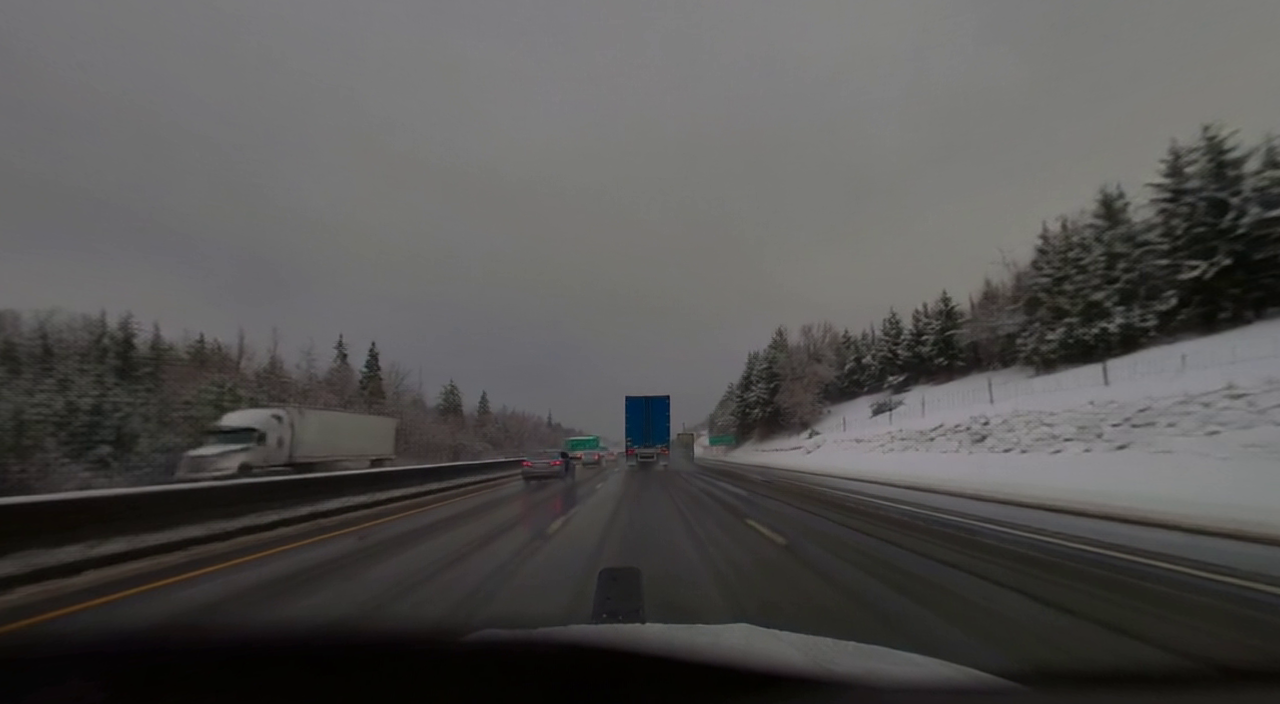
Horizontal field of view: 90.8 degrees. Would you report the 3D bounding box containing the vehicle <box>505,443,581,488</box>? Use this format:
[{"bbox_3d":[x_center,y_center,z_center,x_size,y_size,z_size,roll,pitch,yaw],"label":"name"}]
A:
[{"bbox_3d":[-3.460,4.170,23.479,2.053,1.489,4.740,0,-9,0],"label":"vehicle"}]

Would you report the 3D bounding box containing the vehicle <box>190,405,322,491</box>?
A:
[{"bbox_3d":[-19.528,4.969,32.628,3.021,3.994,5.894,0,-9,-1],"label":"vehicle"}]

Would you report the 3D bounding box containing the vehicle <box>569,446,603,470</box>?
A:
[{"bbox_3d":[-3.683,7.315,43.712,2.051,1.537,4.111,0,-9,-1],"label":"vehicle"}]

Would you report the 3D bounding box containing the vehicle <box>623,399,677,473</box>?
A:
[{"bbox_3d":[0.521,5.437,40.193,2.919,4.048,11.010,0,-9,0],"label":"vehicle"}]
